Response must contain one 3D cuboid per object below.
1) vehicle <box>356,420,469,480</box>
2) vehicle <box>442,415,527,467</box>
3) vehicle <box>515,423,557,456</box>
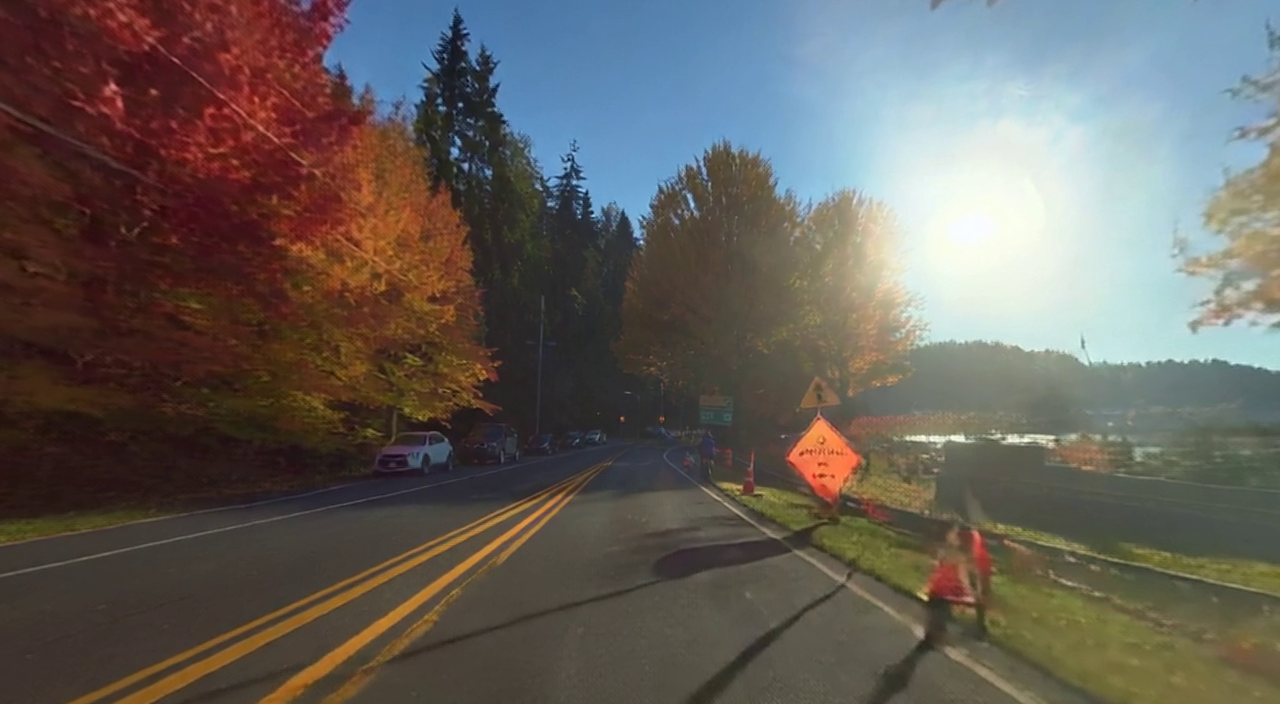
[{"bbox_3d":[-7.652,3.321,21.761,1.991,1.759,4.443,-3,-8,4],"label":"vehicle"},{"bbox_3d":[-7.115,4.206,29.620,2.312,2.075,5.748,-3,-9,2],"label":"vehicle"},{"bbox_3d":[-7.036,6.011,43.145,1.955,1.908,4.680,-5,-9,0],"label":"vehicle"}]
